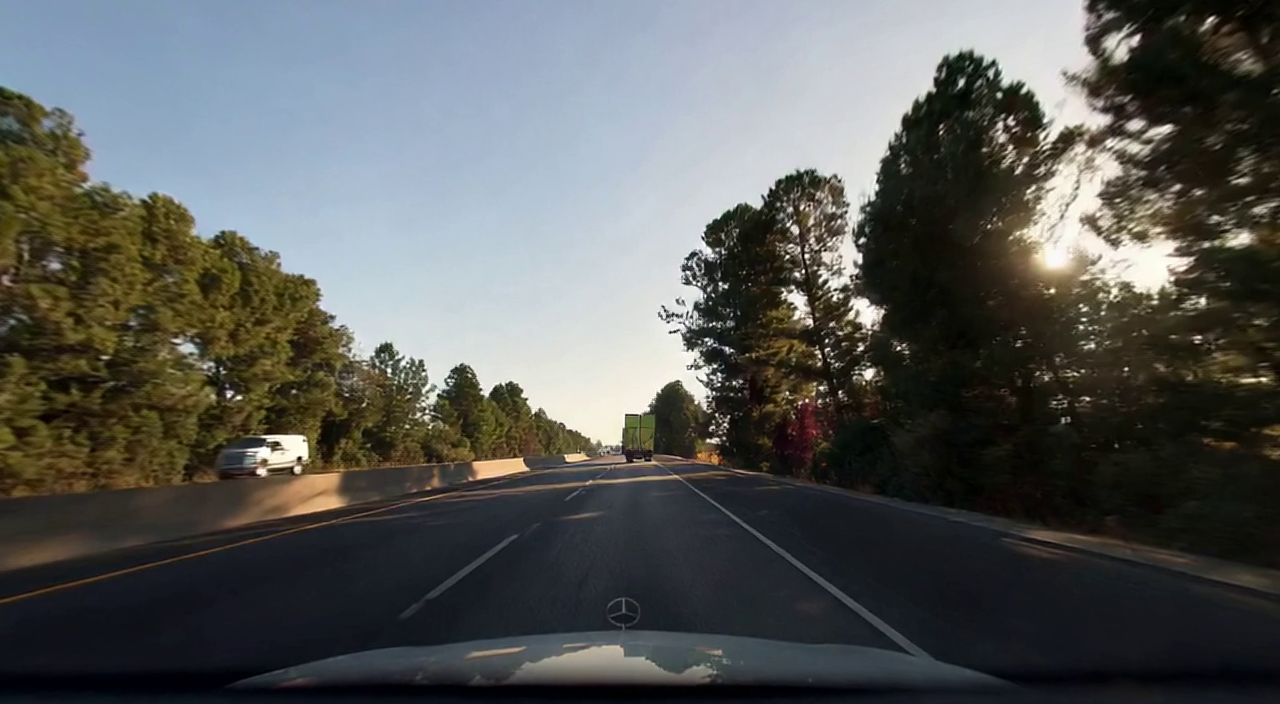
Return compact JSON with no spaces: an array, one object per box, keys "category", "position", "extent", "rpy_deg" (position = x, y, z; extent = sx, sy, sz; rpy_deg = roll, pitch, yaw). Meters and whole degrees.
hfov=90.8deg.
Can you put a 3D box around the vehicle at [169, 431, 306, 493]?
[{"category":"vehicle","position":[-17.322,4.753,27.626],"extent":[2.383,2.411,5.354],"rpy_deg":[0,-9,0]}]
